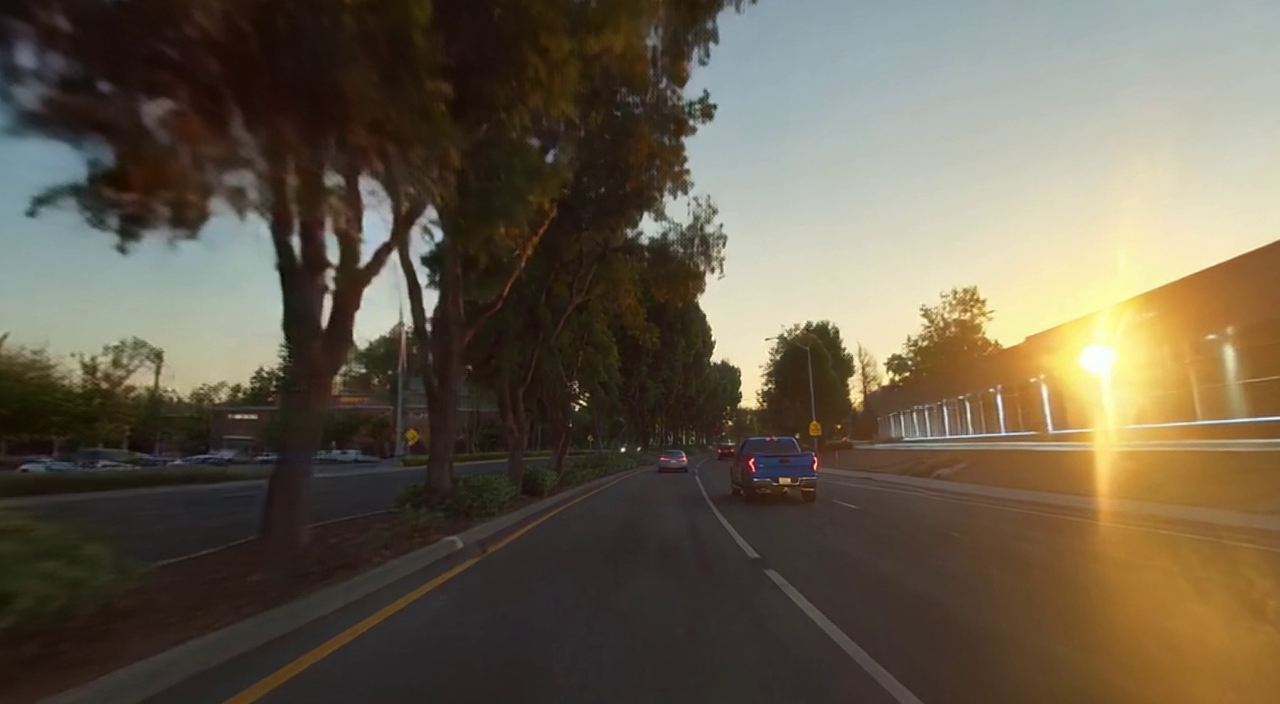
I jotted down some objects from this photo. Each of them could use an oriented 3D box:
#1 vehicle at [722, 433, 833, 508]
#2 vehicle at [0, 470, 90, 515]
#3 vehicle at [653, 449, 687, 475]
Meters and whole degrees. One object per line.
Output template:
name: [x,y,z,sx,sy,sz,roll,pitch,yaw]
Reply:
vehicle: [3.987,3.553,19.468,2.367,1.919,5.651,0,-9,2]
vehicle: [-24.613,5.466,24.670,1.890,1.519,4.431,0,-9,4]
vehicle: [1.925,6.835,39.333,1.968,1.521,4.262,0,-9,4]
